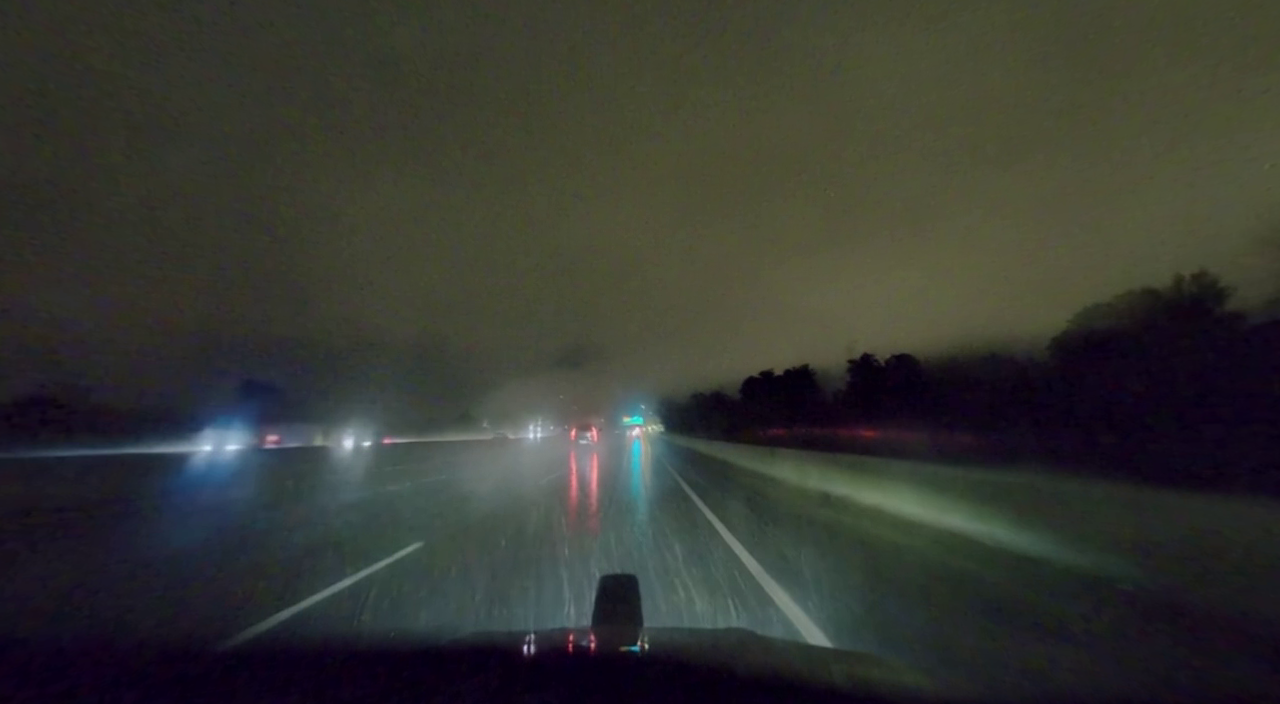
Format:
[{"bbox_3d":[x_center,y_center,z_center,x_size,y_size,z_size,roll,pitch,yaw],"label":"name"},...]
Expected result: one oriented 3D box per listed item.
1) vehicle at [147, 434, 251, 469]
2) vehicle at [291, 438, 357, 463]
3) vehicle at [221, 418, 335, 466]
[{"bbox_3d":[-24.554,5.520,35.315,2.084,1.814,5.135,0,-8,0],"label":"vehicle"},{"bbox_3d":[-20.346,6.321,40.698,1.885,1.493,4.479,0,-8,0],"label":"vehicle"},{"bbox_3d":[-24.728,6.236,43.631,2.801,2.969,8.618,0,-8,-1],"label":"vehicle"}]
